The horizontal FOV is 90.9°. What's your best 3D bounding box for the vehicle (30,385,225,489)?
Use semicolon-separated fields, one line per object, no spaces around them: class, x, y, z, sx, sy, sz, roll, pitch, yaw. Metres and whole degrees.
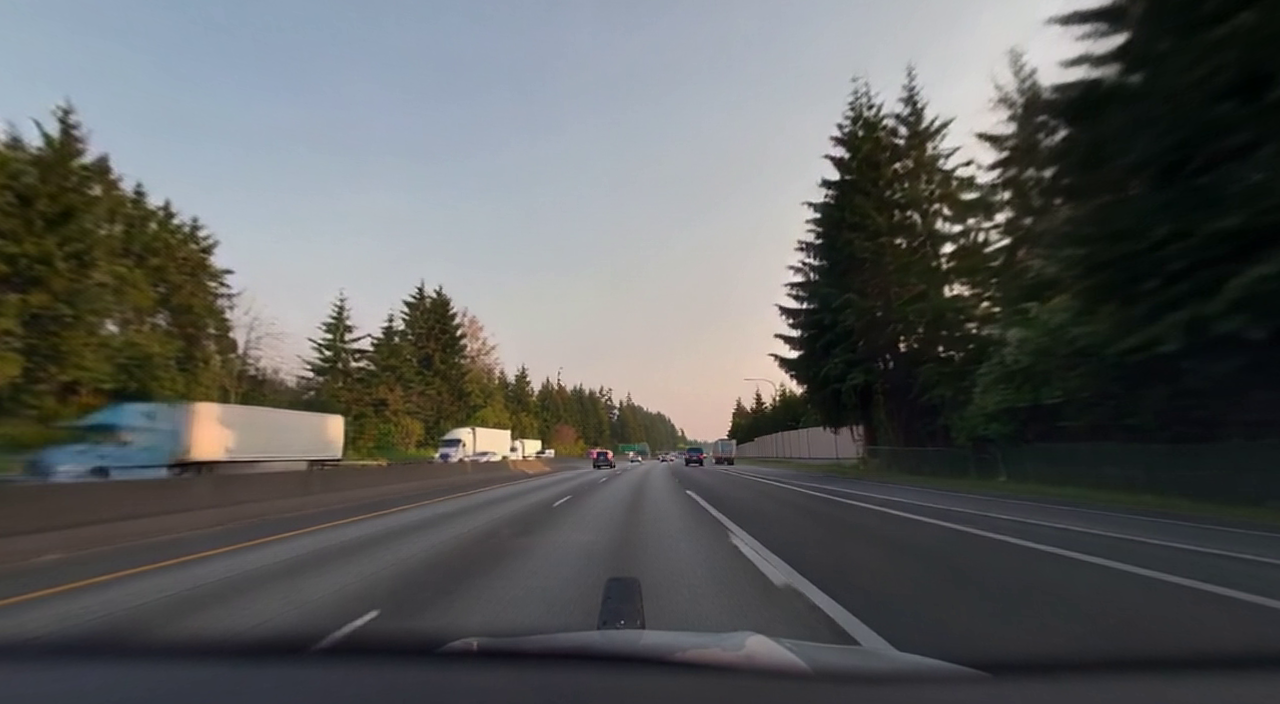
vehicle;-21.866;3.767;27.505;2.968;3.964;6.130;-1;-9;2

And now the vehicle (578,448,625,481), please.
vehicle;-1.855;5.663;31.958;2.035;1.513;4.272;-1;-9;1
